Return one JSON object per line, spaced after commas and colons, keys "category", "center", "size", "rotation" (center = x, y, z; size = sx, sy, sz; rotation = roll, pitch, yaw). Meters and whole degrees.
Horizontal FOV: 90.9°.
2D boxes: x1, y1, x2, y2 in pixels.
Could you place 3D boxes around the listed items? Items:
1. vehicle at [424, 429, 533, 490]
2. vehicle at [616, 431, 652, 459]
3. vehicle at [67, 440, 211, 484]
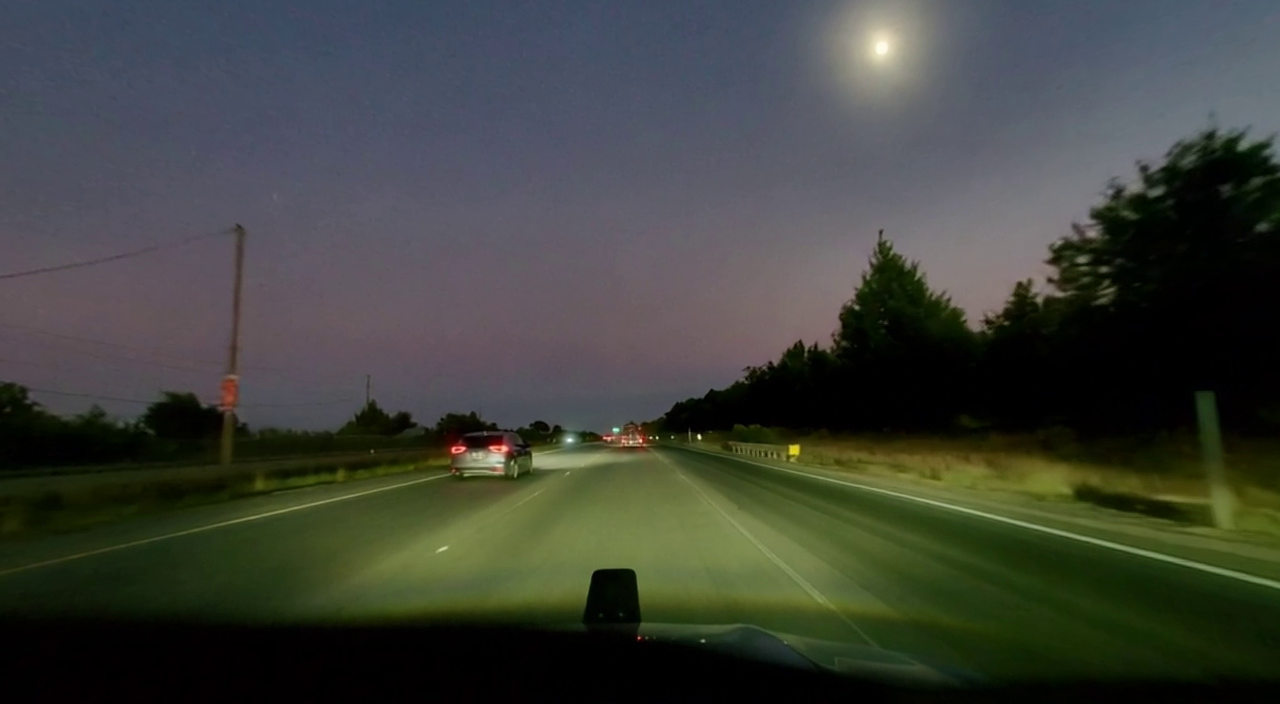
{"category": "vehicle", "center": [-4.328, 2.915, 17.563], "size": [1.931, 1.483, 4.105], "rotation": [0, -8, 0]}
{"category": "vehicle", "center": [-0.386, 5.780, 39.385], "size": [2.162, 1.616, 4.242], "rotation": [0, -8, -1]}
{"category": "vehicle", "center": [-19.548, 4.281, 24.890], "size": [1.975, 1.534, 4.443], "rotation": [0, -8, 1]}
